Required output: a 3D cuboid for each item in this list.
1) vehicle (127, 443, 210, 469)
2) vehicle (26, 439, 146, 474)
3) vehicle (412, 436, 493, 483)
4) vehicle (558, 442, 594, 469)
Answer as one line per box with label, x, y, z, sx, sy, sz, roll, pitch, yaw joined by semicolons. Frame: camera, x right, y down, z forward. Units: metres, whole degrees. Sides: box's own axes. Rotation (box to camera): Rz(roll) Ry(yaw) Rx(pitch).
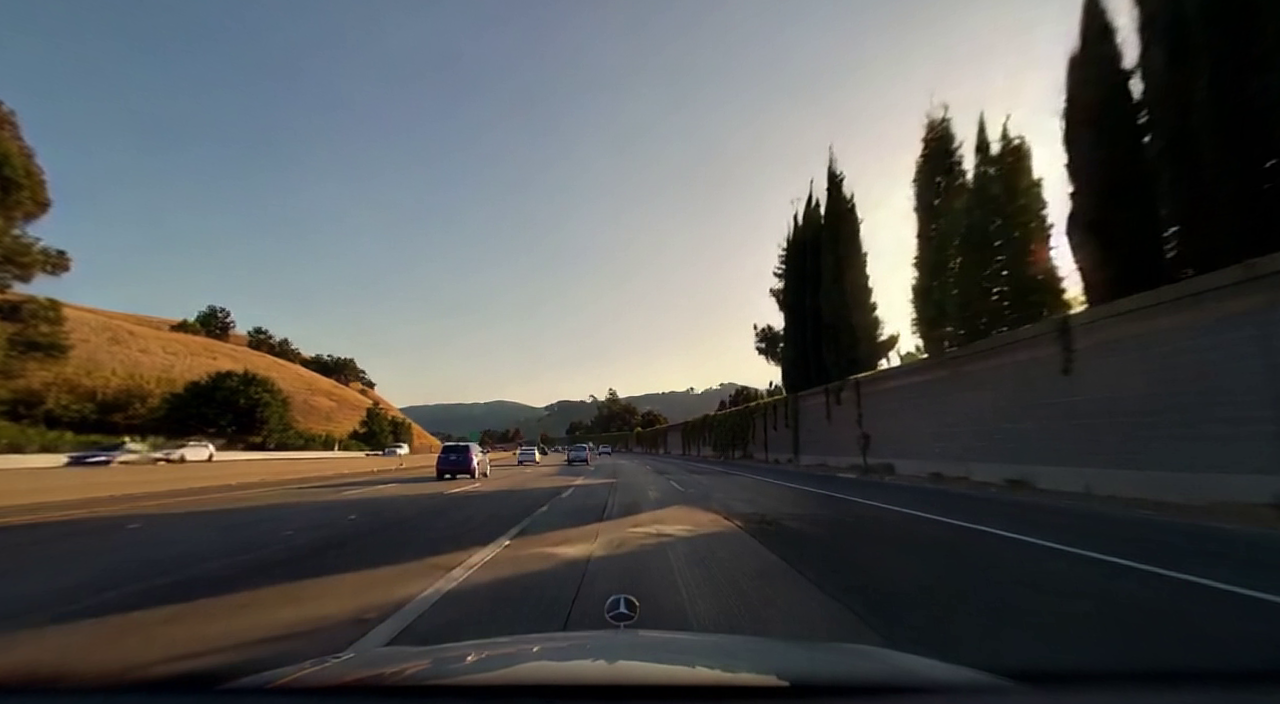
vehicle;-32.419;7.161;43.658;2.061;1.625;4.873;0;-9;-1
vehicle;-27.565;5.217;31.682;1.911;1.576;4.545;0;-9;-1
vehicle;-7.807;4.536;26.851;2.074;1.768;4.805;0;-9;-1
vehicle;-4.261;6.953;42.661;2.115;1.713;4.263;0;-9;-2
